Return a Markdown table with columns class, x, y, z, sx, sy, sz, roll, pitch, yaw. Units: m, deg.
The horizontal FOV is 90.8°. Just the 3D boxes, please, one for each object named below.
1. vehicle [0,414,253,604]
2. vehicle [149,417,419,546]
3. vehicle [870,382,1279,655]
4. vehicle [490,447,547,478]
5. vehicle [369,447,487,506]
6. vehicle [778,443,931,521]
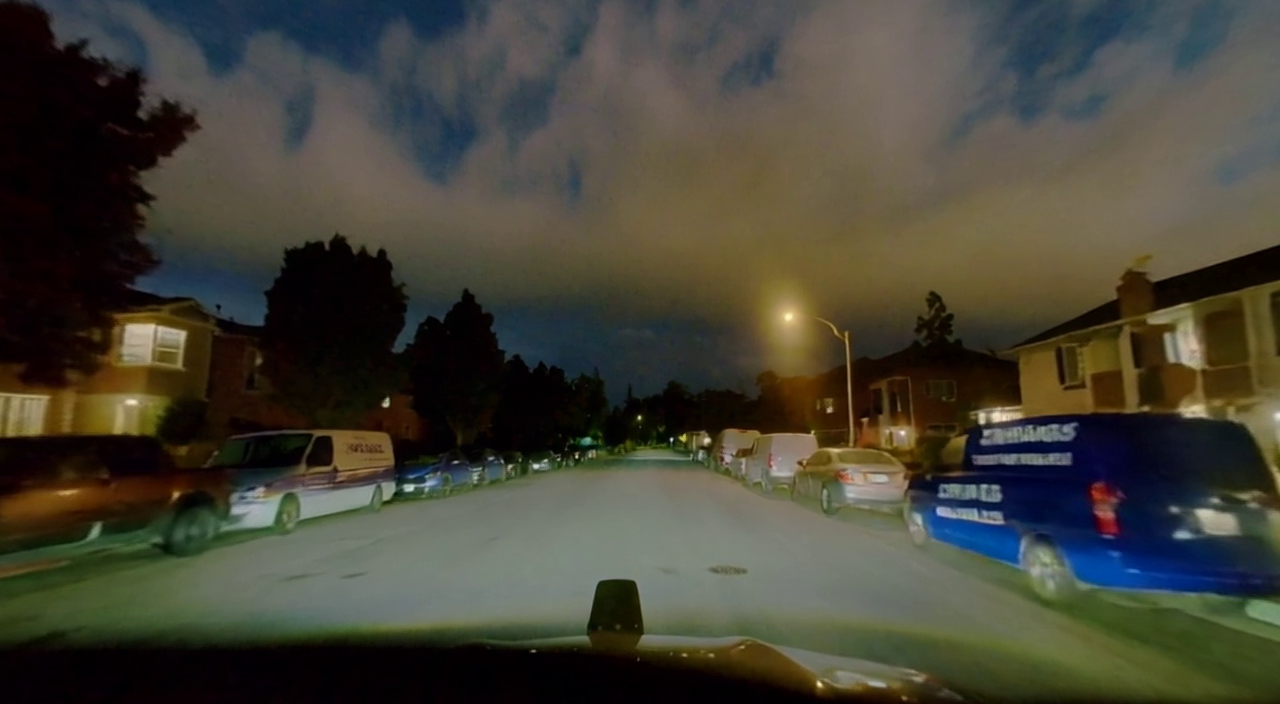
| class | x | y | z | sx | sy | sz | roll | pitch | yaw |
| --- | --- | --- | --- | --- | --- | --- | --- | --- | --- |
| vehicle | -7.017 | 1.717 | 7.171 | 1.891 | 1.780 | 5.240 | -3 | -9 | 1 |
| vehicle | -6.724 | 2.480 | 13.042 | 2.085 | 1.997 | 5.755 | -2 | -8 | 2 |
| vehicle | 4.402 | 1.492 | 6.862 | 1.985 | 1.819 | 5.163 | 0 | -9 | 2 |
| vehicle | -6.240 | 5.738 | 33.068 | 1.869 | 1.467 | 4.921 | 0 | -9 | 2 |
| vehicle | -6.291 | 3.706 | 19.416 | 1.840 | 1.476 | 4.739 | -2 | -8 | 3 |
| vehicle | 4.520 | 2.781 | 14.142 | 1.811 | 1.439 | 4.521 | 0 | -9 | -1 |
